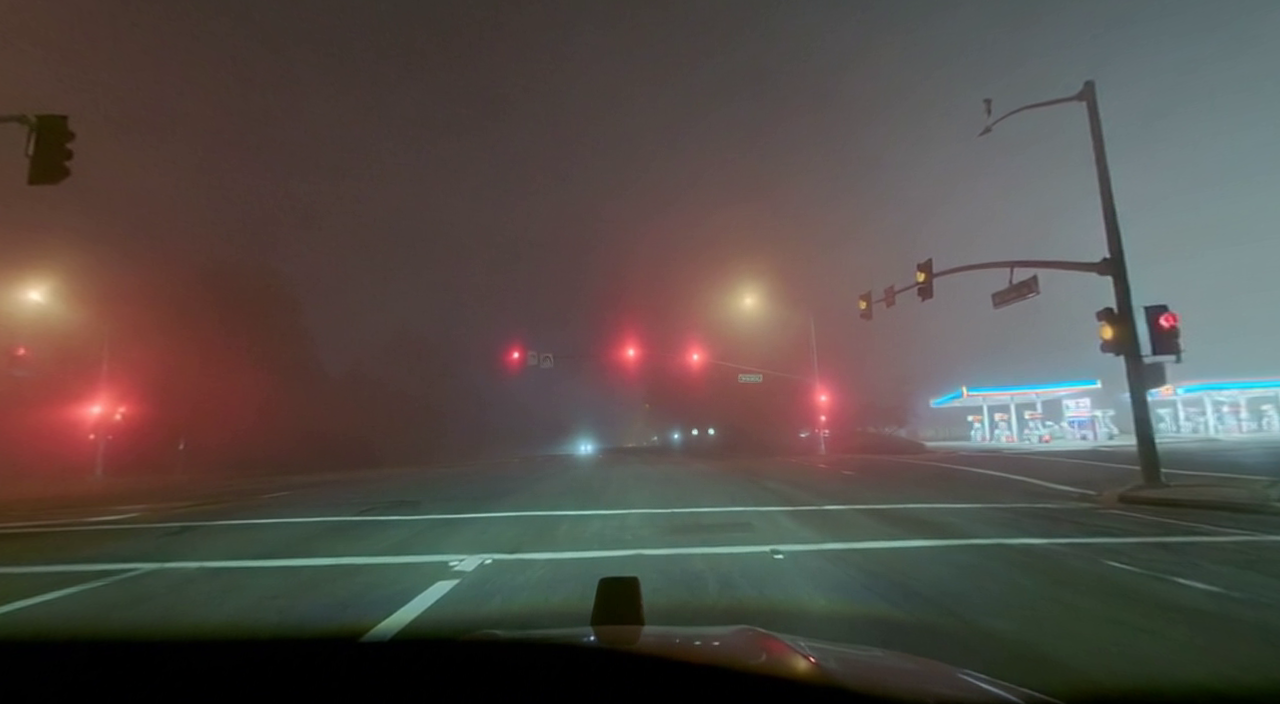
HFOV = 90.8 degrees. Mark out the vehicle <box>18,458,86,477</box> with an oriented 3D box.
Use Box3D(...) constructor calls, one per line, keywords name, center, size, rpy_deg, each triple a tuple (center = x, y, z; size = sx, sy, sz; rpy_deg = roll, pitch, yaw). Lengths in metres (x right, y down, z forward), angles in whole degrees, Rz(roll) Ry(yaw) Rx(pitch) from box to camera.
Box3D(name="vehicle", center=(-46.224, 9.052, 49.707), size=(1.594, 1.368, 3.616), rpy_deg=(-7, -11, 37))
